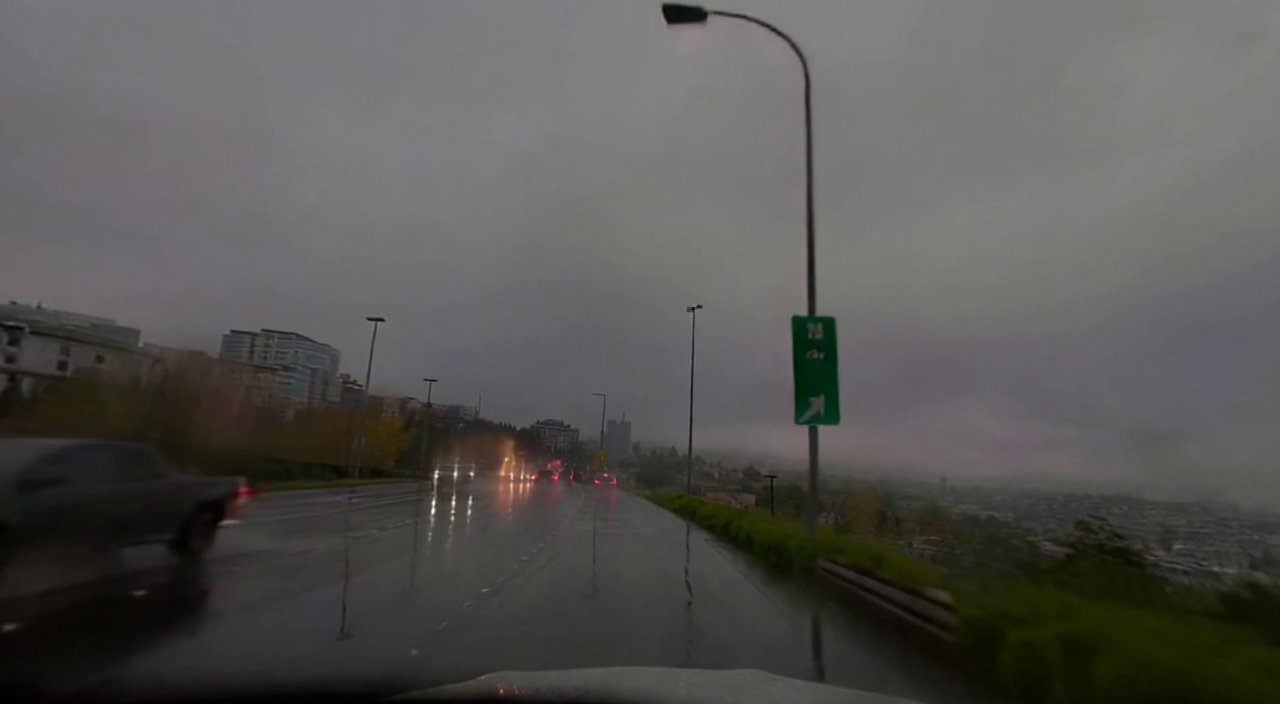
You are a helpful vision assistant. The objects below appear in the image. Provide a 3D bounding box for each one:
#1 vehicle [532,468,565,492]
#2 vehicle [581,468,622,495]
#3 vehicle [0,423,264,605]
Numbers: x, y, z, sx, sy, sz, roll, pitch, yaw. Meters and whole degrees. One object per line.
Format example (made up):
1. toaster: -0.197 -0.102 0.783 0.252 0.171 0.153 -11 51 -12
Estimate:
1. vehicle: -6.165 8.659 42.872 2.030 1.441 4.806 2 -11 -7
2. vehicle: -2.415 7.864 38.422 2.129 1.471 4.258 2 -10 -7
3. vehicle: -6.704 1.745 7.377 2.016 1.573 4.259 1 -10 -2
